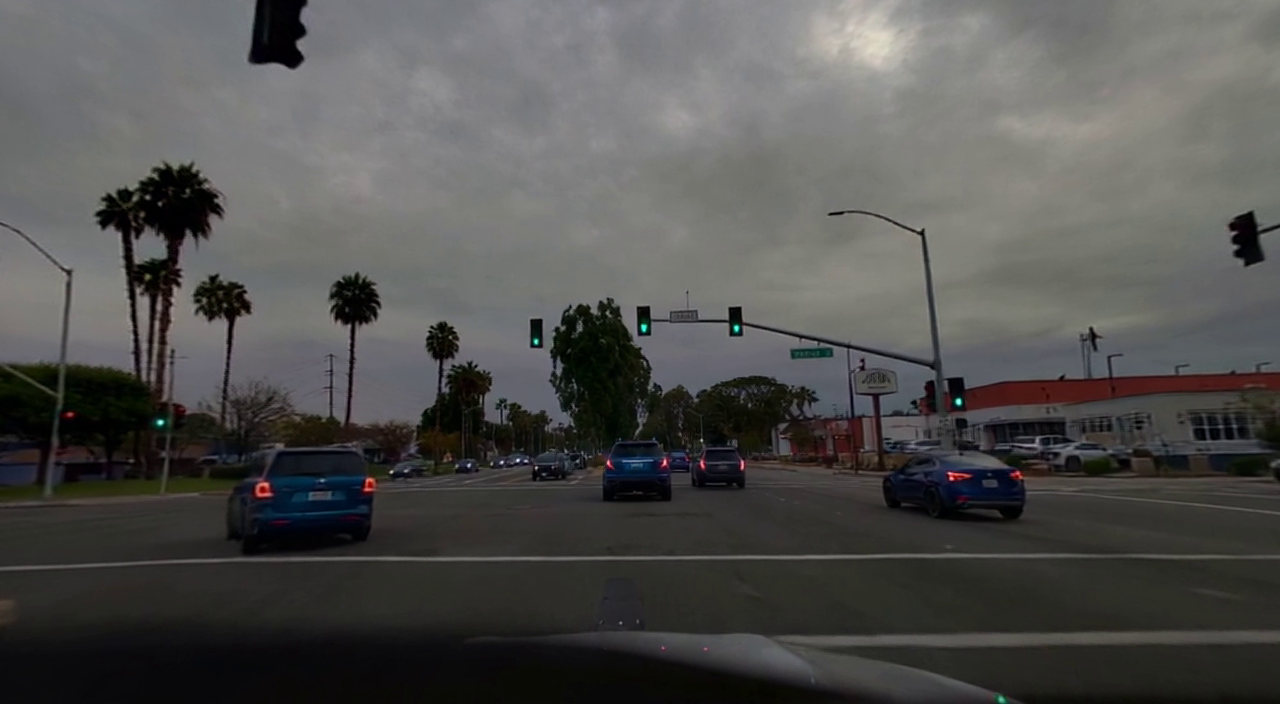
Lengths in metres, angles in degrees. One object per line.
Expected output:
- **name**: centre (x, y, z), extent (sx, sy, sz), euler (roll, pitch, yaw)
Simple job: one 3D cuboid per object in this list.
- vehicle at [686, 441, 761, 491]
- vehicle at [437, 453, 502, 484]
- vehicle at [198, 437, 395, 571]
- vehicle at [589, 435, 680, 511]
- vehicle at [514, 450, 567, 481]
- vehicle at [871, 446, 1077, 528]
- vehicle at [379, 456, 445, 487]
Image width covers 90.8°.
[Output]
- **vehicle**: centre (3.043, 4.240, 23.866), extent (2.112, 1.710, 4.234), euler (0, -8, -2)
- **vehicle**: centre (-8.572, 5.877, 32.141), extent (2.061, 1.415, 4.289), euler (0, -8, 1)
- **vehicle**: centre (-5.455, 2.262, 10.391), extent (2.201, 1.644, 4.465), euler (4, -9, -26)
- **vehicle**: centre (-0.207, 3.191, 17.220), extent (2.151, 1.787, 4.109), euler (0, -8, -2)
- **vehicle**: centre (-5.179, 5.971, 33.506), extent (2.030, 1.441, 4.324), euler (0, -8, 1)
- **vehicle**: centre (6.776, 2.734, 13.489), extent (1.944, 1.447, 4.309), euler (0, -8, -1)
- **vehicle**: centre (-11.880, 6.205, 33.146), extent (1.850, 1.414, 4.184), euler (0, -8, 1)
